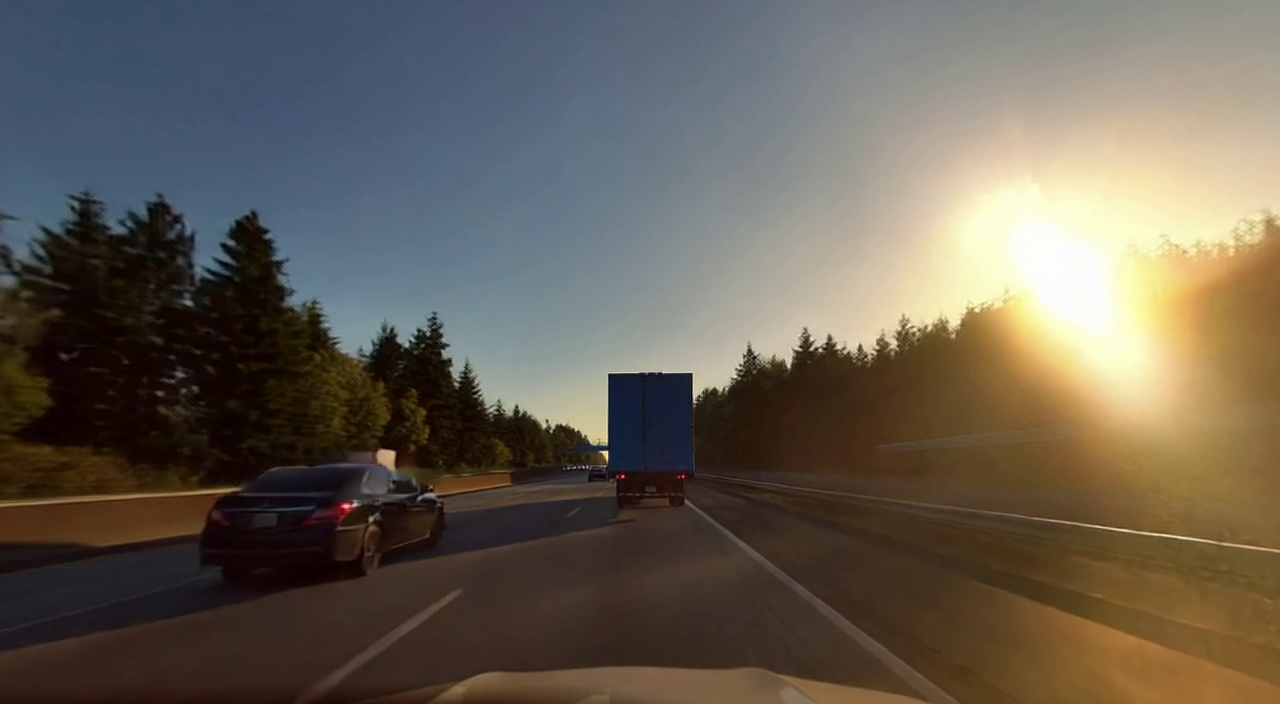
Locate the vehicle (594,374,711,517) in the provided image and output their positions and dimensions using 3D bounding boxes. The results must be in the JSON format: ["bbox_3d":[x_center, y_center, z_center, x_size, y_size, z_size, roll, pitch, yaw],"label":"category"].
[{"bbox_3d":[0.320,3.262,21.123,3.008,3.678,9.512,1,-10,0],"label":"vehicle"}]

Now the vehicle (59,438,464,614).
[{"bbox_3d":[-4.014,1.969,8.011,2.079,1.506,4.821,0,-10,1],"label":"vehicle"}]
